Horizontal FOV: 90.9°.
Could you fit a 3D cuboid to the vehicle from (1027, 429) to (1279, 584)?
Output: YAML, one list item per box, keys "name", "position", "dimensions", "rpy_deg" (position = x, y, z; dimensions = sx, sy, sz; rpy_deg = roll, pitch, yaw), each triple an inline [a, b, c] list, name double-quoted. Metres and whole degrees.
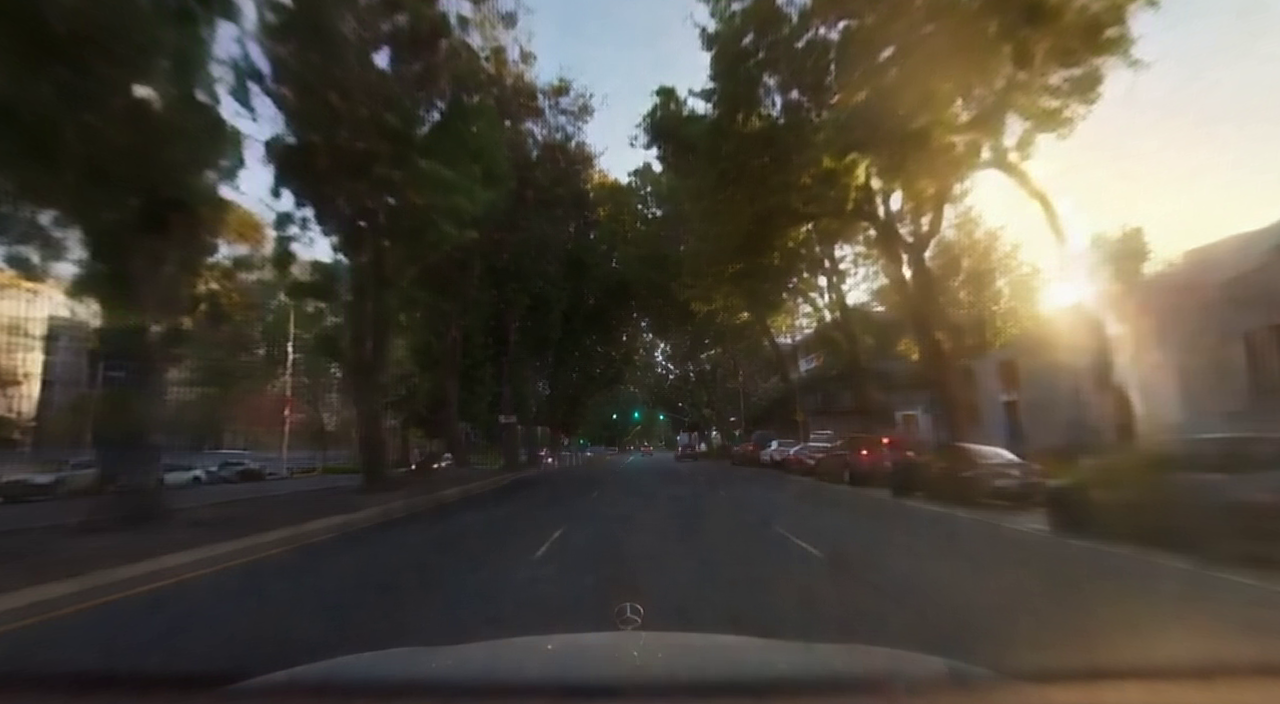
- name: "vehicle"
  position: [7.252, 1.684, 7.440]
  dimensions: [2.196, 1.471, 4.999]
  rpy_deg: [0, -8, 0]

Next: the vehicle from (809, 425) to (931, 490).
- name: "vehicle"
  position: [7.272, 3.402, 20.582]
  dimensions: [2.200, 1.860, 4.511]
  rpy_deg: [0, -8, -1]

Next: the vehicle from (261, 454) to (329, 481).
- name: "vehicle"
  position: [-21.927, 7.359, 40.323]
  dimensions: [1.922, 1.545, 4.178]
  rpy_deg: [-1, -8, 1]

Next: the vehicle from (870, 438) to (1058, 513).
- name: "vehicle"
  position: [7.250, 2.788, 14.818]
  dimensions: [1.850, 1.448, 4.844]
  rpy_deg: [0, -8, 0]

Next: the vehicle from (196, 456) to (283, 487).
- name: "vehicle"
  position: [-22.060, 6.570, 34.980]
  dimensions: [1.821, 1.496, 4.724]
  rpy_deg: [-1, -8, -1]

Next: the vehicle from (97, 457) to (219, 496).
- name: "vehicle"
  position: [-22.066, 5.689, 29.165]
  dimensions: [1.909, 1.495, 4.786]
  rpy_deg: [-1, -8, -1]

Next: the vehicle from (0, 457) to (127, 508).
- name: "vehicle"
  position: [-22.174, 4.793, 23.633]
  dimensions: [1.968, 1.615, 4.591]
  rpy_deg: [0, -8, 0]
